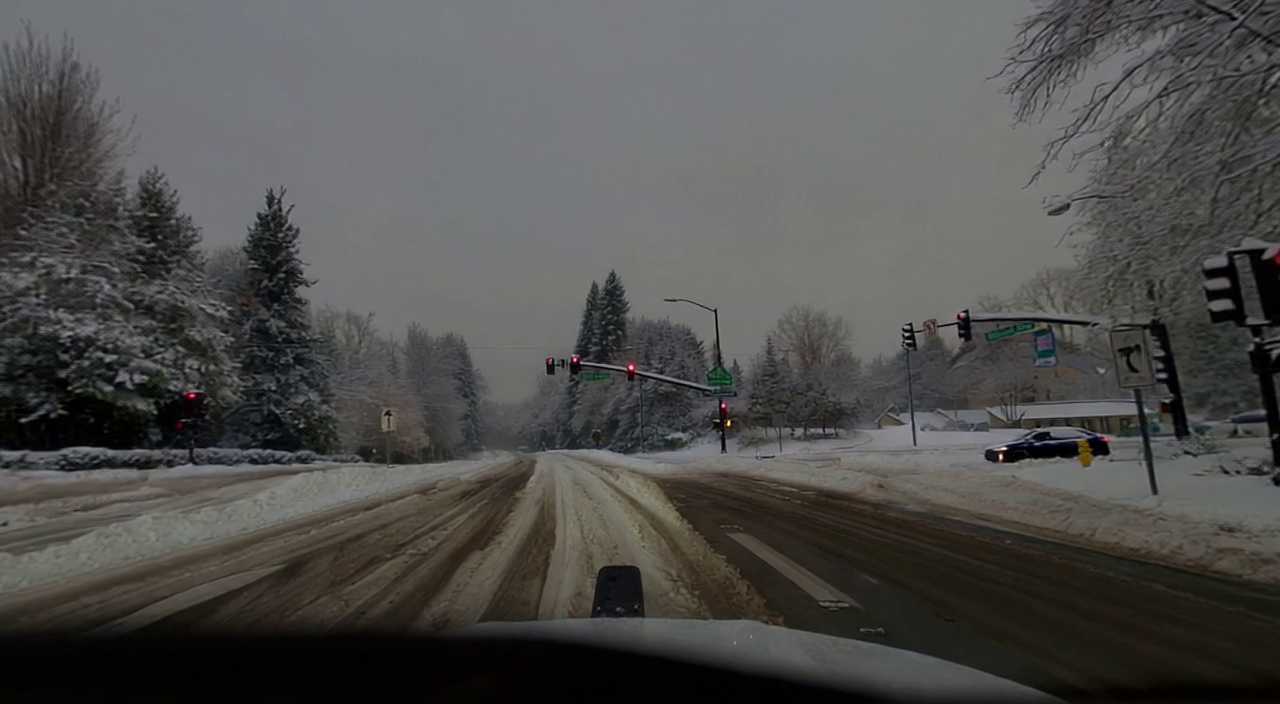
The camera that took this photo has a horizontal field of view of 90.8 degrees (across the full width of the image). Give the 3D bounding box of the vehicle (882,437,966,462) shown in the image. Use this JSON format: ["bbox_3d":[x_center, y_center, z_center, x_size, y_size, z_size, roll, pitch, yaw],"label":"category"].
[{"bbox_3d":[18.707,6.425,41.620,5.234,1.549,1.982,4,-9,-24],"label":"vehicle"}]

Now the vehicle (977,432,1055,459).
[{"bbox_3d":[26.955,6.729,45.262,5.032,1.828,2.183,4,-9,-24],"label":"vehicle"}]

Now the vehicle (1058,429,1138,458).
[{"bbox_3d":[36.097,7.205,49.735,6.148,2.119,2.473,4,-10,-28],"label":"vehicle"}]
